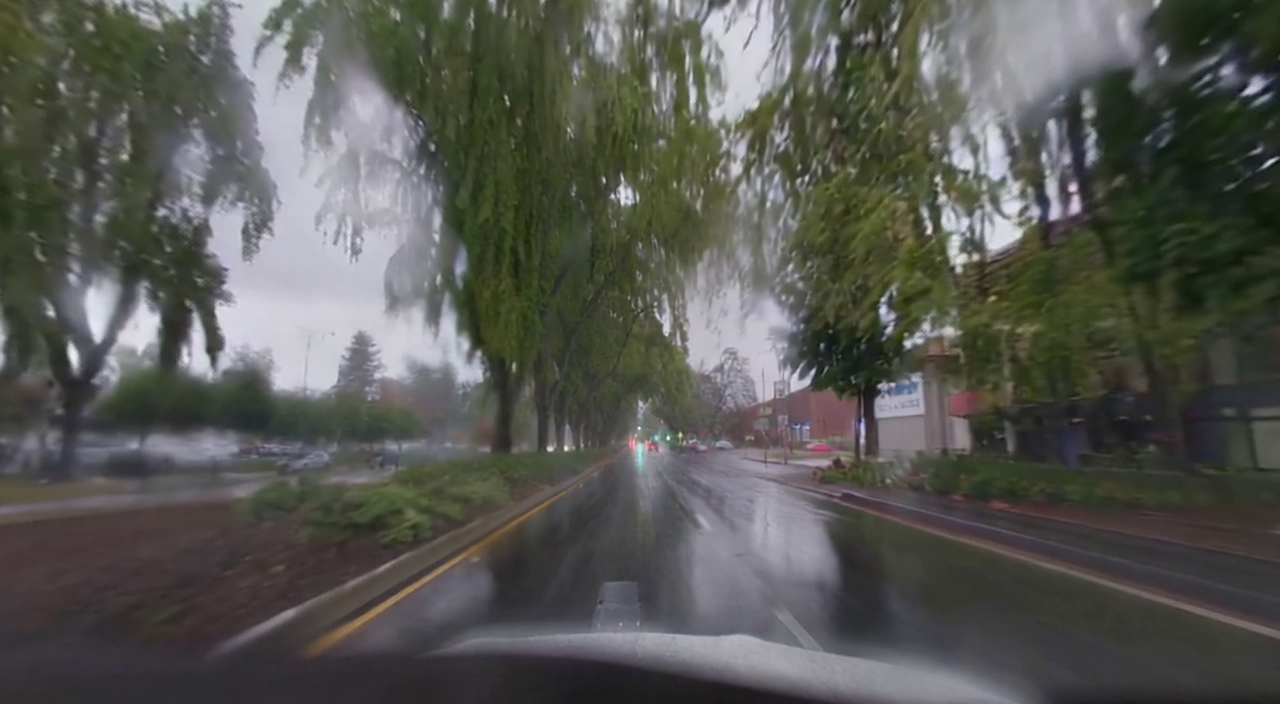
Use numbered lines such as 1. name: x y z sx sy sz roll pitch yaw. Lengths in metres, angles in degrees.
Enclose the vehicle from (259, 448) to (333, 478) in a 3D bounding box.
1. vehicle: -22.001 7.074 40.616 1.922 1.738 4.556 -1 -8 5
